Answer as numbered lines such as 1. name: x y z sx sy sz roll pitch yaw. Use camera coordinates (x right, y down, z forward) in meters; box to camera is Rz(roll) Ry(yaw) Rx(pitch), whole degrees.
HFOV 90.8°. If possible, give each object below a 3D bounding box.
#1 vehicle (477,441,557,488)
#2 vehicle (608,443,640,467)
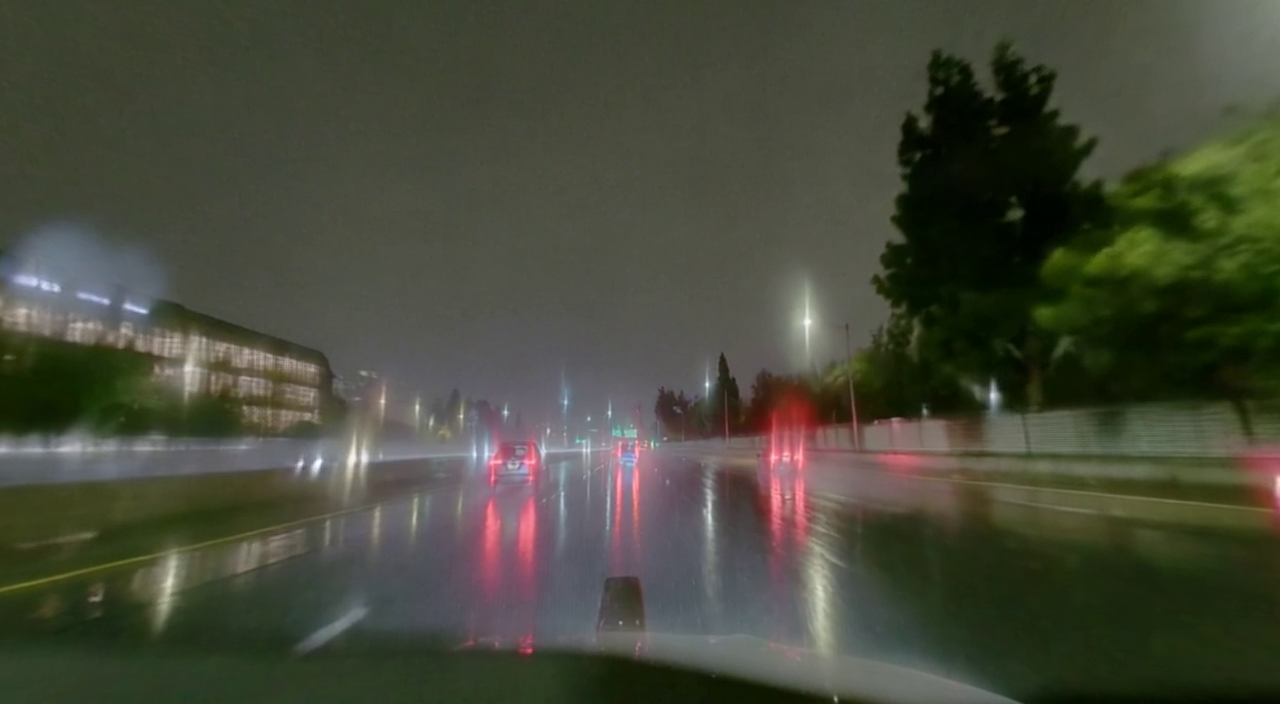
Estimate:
1. vehicle: -4.157 3.875 22.120 1.886 1.465 4.625 0 -9 0
2. vehicle: -1.041 6.854 42.024 1.997 1.485 4.094 0 -8 -1
